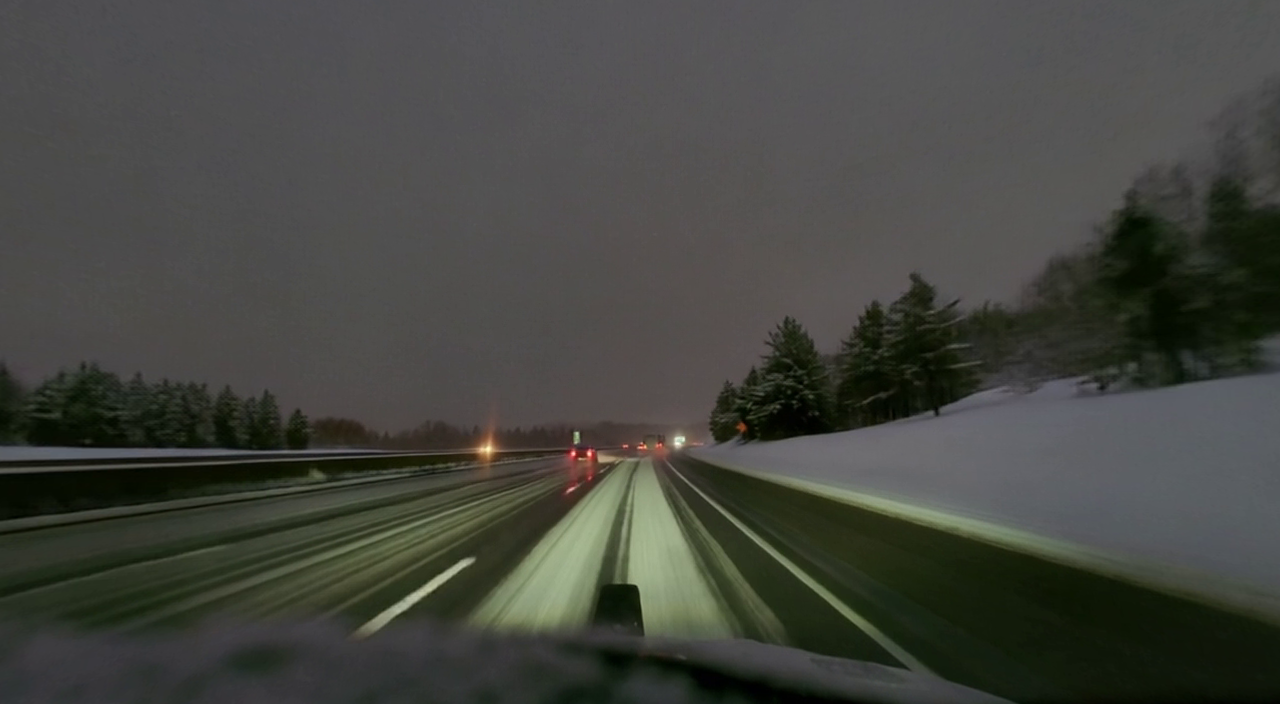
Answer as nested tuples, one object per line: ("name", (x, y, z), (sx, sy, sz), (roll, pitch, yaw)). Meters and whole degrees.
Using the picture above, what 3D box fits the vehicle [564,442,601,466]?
("vehicle", (-3.928, 7.077, 43.691), (1.961, 1.540, 4.487), (-1, -9, 2))
